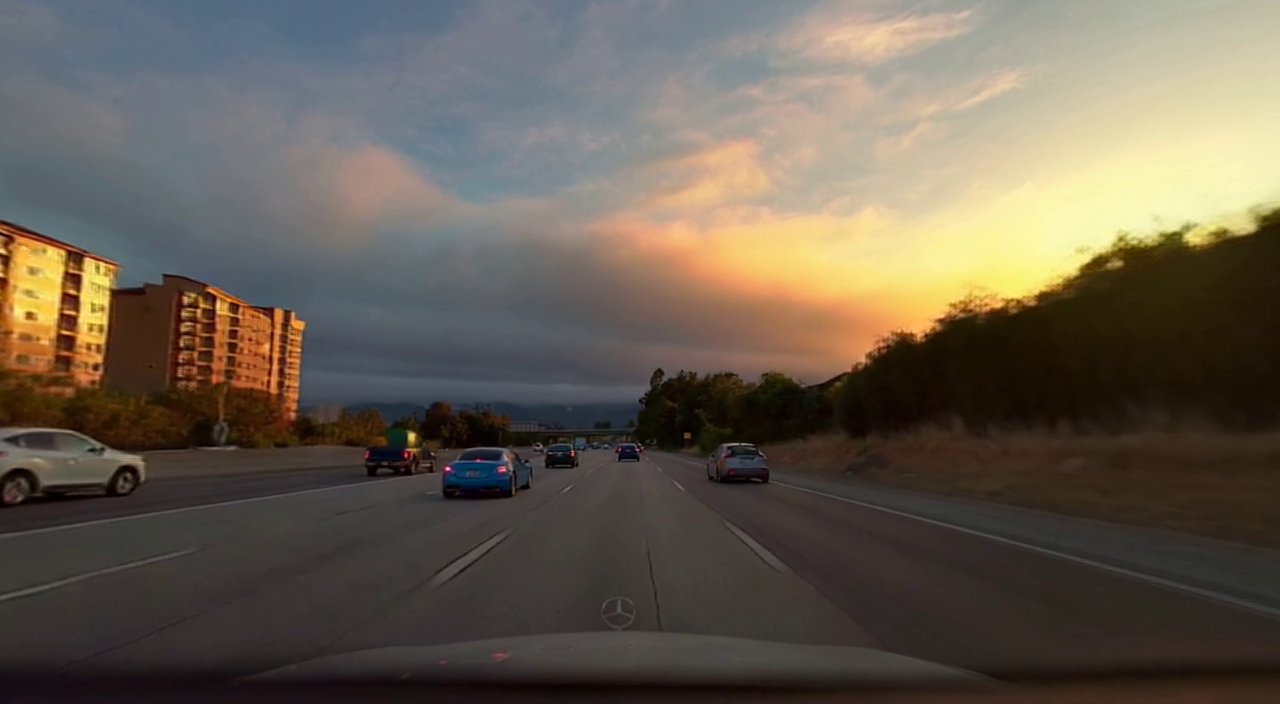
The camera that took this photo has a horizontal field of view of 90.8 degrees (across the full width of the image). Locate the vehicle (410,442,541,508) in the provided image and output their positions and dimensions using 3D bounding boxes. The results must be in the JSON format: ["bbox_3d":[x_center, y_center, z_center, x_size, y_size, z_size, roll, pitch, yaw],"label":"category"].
[{"bbox_3d":[-3.991,3.055,16.219,2.124,1.426,4.444,0,-9,0],"label":"vehicle"}]

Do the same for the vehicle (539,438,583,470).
[{"bbox_3d":[-4.610,5.995,37.351,2.044,1.774,4.329,0,-8,-1],"label":"vehicle"}]

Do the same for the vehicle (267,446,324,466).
[{"bbox_3d":[-26.416,7.946,48.661,1.816,1.457,4.598,0,-8,0],"label":"vehicle"}]

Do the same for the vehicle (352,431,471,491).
[{"bbox_3d":[-7.533,3.640,21.469,2.086,1.776,5.080,0,-8,0],"label":"vehicle"}]

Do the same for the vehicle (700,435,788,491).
[{"bbox_3d":[3.306,3.644,21.122,2.061,1.658,4.417,0,-8,-2],"label":"vehicle"}]

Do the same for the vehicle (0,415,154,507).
[{"bbox_3d":[-15.181,2.545,14.932,2.396,1.999,6.333,0,-8,-1],"label":"vehicle"}]

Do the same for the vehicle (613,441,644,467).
[{"bbox_3d":[-0.772,6.865,42.717,2.053,1.650,3.945,0,-8,-1],"label":"vehicle"}]
